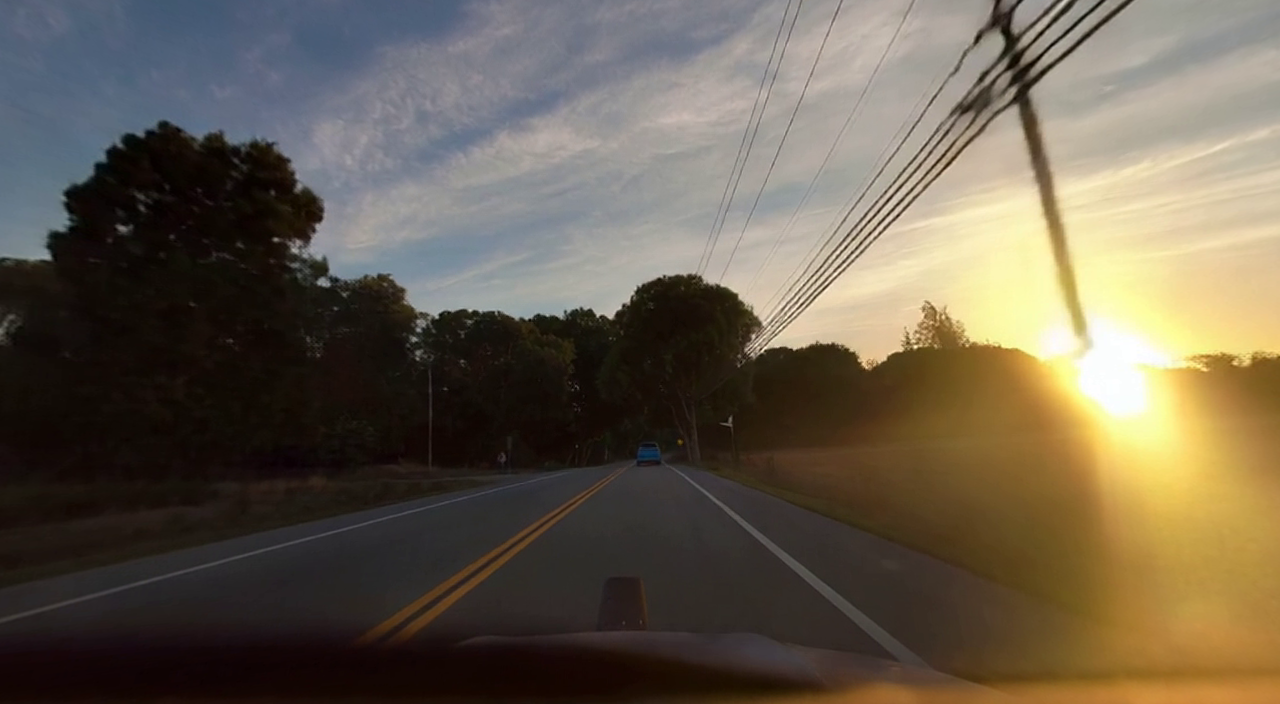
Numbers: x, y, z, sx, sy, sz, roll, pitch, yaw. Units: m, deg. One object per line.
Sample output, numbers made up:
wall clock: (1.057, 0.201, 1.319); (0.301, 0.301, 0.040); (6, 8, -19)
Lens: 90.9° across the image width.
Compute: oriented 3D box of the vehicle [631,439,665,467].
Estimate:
vehicle: (0.586, 7.702, 48.255); (2.468, 2.056, 4.422); (0, -8, 0)
